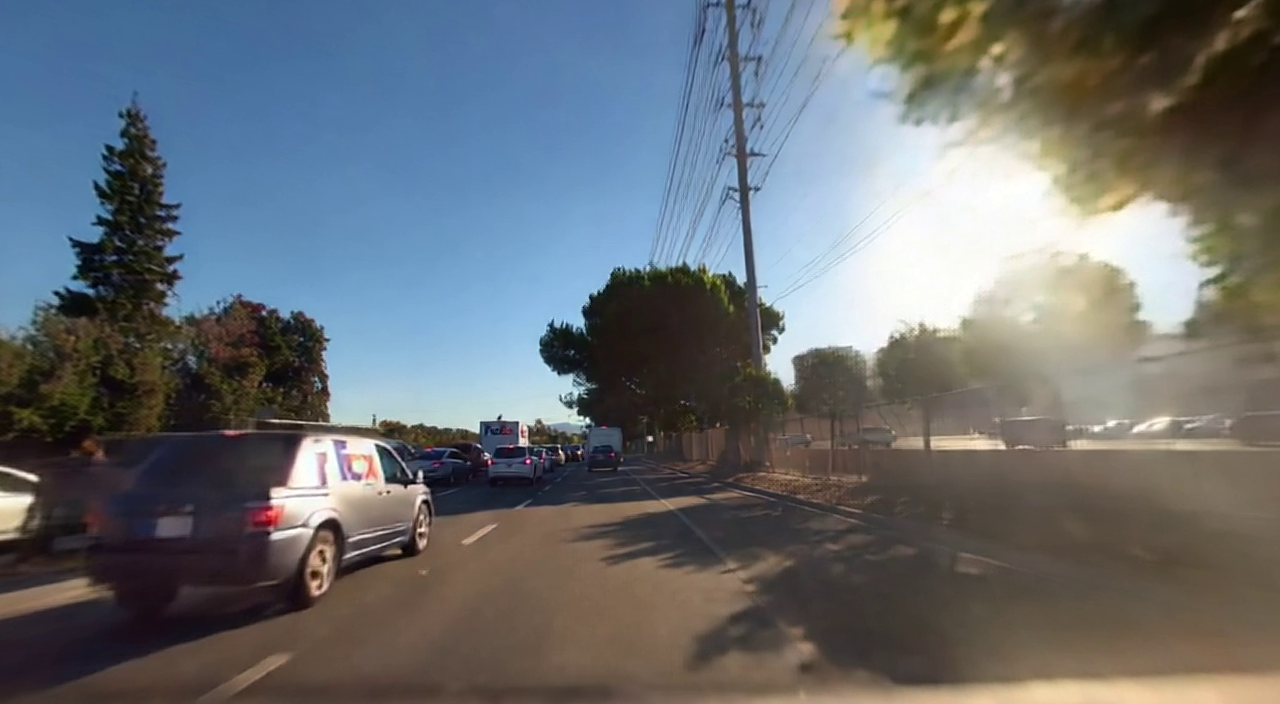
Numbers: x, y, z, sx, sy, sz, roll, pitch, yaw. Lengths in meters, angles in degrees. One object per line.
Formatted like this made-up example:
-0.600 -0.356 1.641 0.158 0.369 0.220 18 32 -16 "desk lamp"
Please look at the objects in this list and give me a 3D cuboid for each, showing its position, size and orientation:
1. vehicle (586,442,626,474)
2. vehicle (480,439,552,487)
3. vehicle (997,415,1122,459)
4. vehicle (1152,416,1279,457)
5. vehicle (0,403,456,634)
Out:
-1.905 5.807 34.756 2.055 1.671 4.147 1 -8 -4 "vehicle"
-4.751 4.320 24.865 2.057 1.673 4.934 0 -8 -2 "vehicle"
29.786 6.053 44.840 7.011 3.014 2.594 0 -9 -3 "vehicle"
31.480 4.631 34.211 5.535 2.130 2.145 1 -9 -5 "vehicle"
-3.941 1.581 7.069 2.388 1.692 4.684 0 -8 -1 "vehicle"
